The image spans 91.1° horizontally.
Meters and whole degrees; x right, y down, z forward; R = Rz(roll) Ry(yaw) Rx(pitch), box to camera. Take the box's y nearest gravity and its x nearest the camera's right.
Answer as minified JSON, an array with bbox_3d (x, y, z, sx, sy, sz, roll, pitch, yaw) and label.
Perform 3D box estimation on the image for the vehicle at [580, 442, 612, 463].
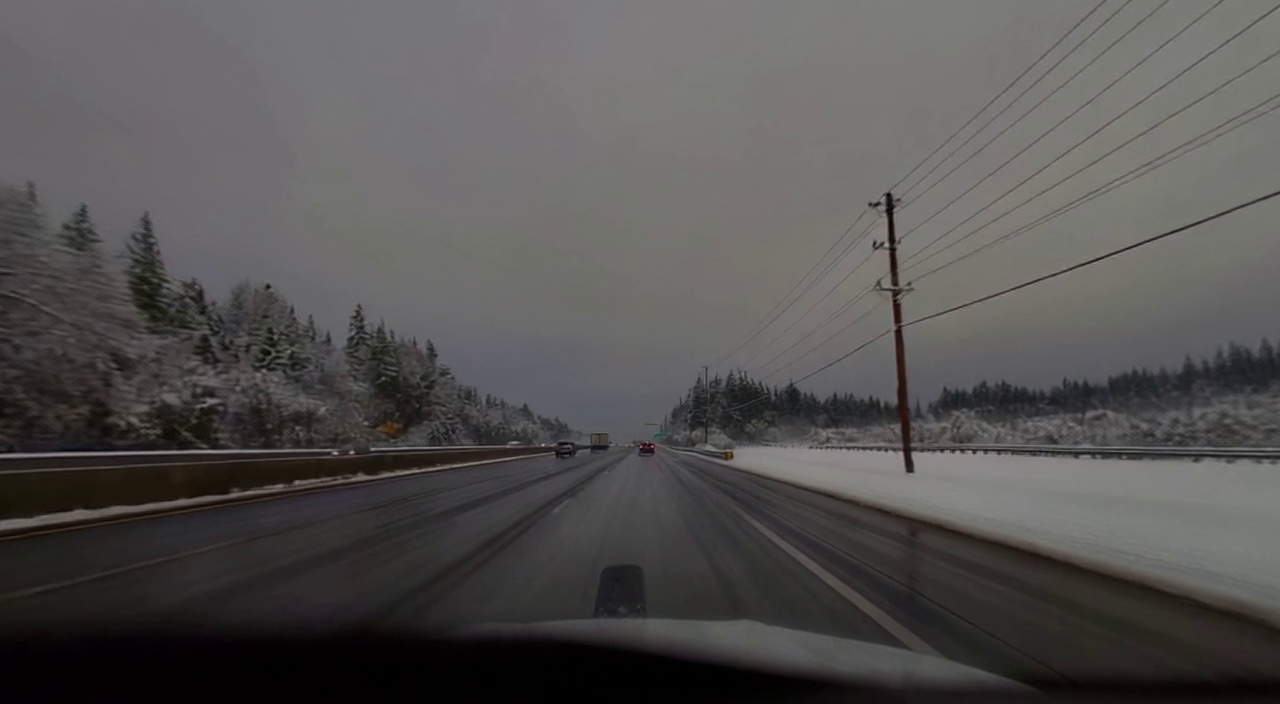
[{"bbox_3d":[-3.240,7.480,46.943,2.046,1.478,4.111,0,-8,0],"label":"vehicle"}]

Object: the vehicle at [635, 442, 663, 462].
[{"bbox_3d":[0.656,7.698,48.577,2.057,1.453,3.926,0,-8,0],"label":"vehicle"}]
